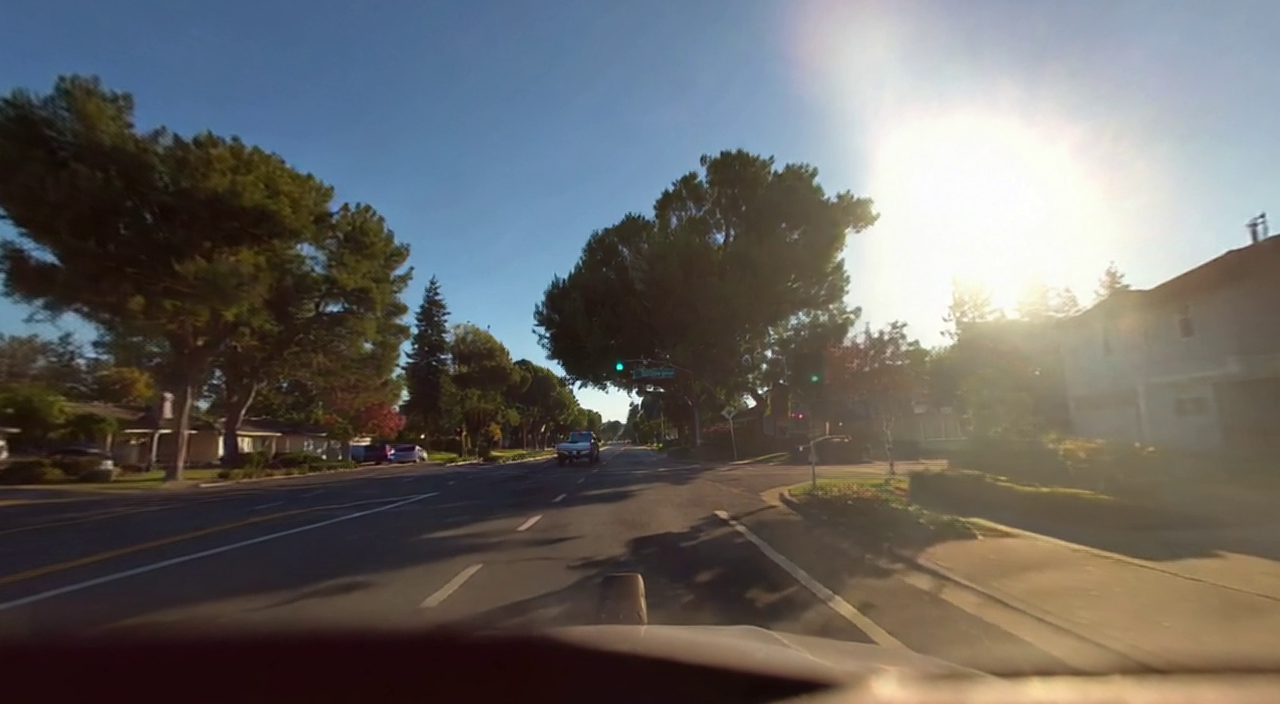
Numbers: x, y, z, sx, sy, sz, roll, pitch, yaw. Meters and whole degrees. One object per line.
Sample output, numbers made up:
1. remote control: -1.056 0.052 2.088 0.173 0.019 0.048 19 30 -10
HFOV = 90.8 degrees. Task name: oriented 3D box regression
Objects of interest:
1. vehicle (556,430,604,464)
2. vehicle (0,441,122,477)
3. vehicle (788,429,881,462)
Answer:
1. vehicle: -3.690 6.066 40.240 2.508 2.001 5.880 0 -9 0
2. vehicle: -29.042 5.366 31.705 4.092 1.624 1.965 1 -11 -12
3. vehicle: 10.772 5.204 35.231 4.500 1.761 1.975 0 -9 1
